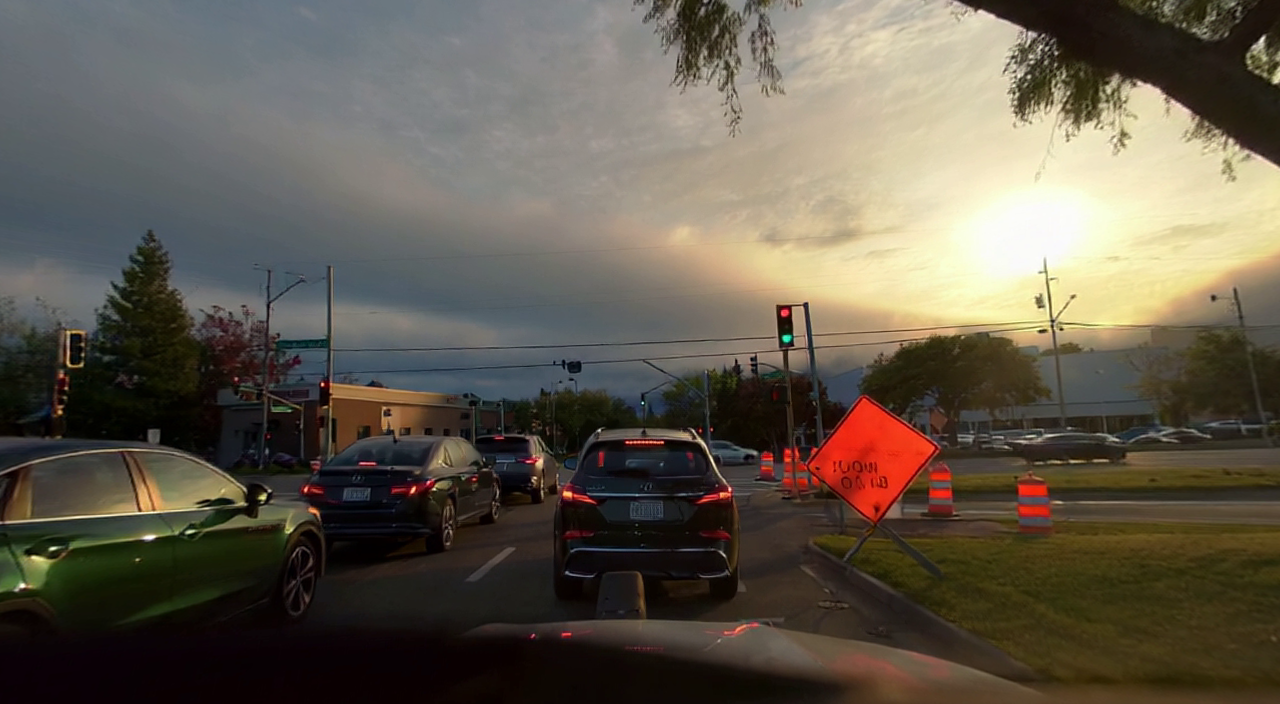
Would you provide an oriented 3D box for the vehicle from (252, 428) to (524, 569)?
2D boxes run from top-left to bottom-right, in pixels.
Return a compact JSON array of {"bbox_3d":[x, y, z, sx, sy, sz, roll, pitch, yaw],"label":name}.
[{"bbox_3d":[-3.278,1.994,9.450,1.989,1.541,4.626,0,-9,2],"label":"vehicle"}]

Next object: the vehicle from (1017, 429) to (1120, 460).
[{"bbox_3d":[27.669,6.016,40.806,5.082,1.907,2.115,0,-9,1],"label":"vehicle"}]

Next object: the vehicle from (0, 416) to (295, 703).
[{"bbox_3d":[-3.591,0.948,2.151,2.064,1.497,4.722,0,-9,1],"label":"vehicle"}]

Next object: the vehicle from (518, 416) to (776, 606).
[{"bbox_3d":[0.103,1.619,7.211,2.167,1.560,3.676,0,-9,1],"label":"vehicle"}]
